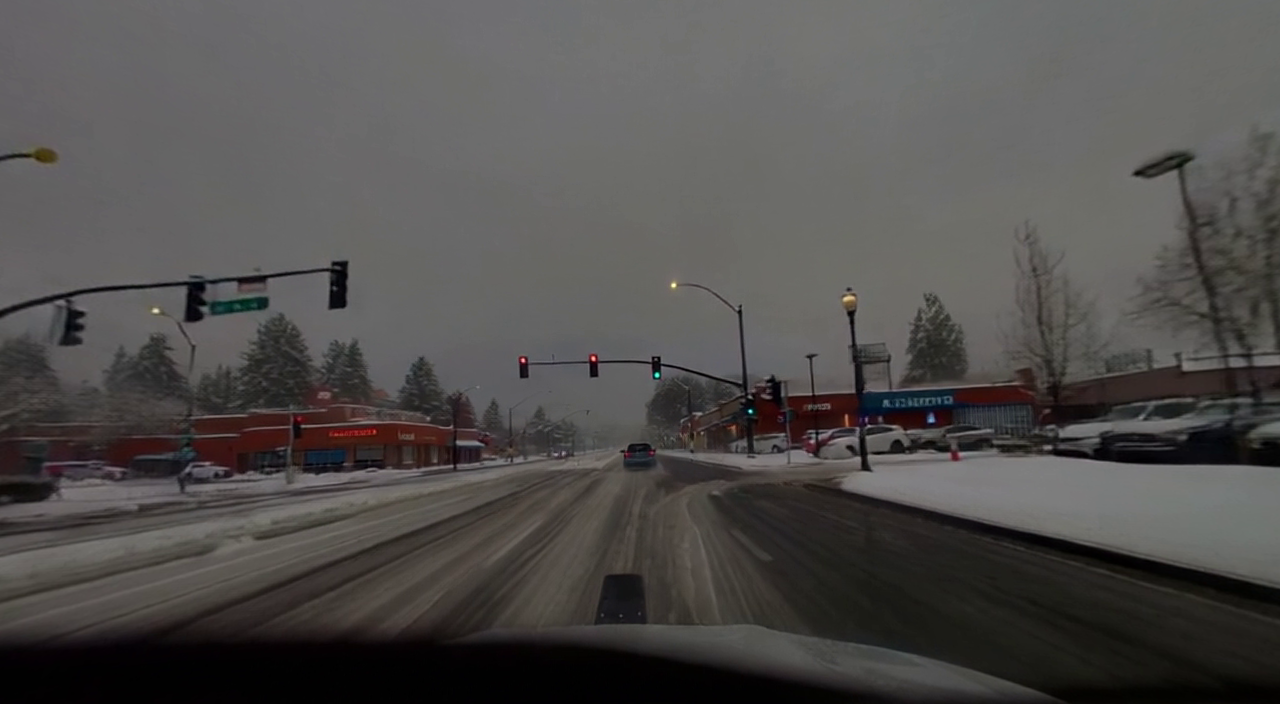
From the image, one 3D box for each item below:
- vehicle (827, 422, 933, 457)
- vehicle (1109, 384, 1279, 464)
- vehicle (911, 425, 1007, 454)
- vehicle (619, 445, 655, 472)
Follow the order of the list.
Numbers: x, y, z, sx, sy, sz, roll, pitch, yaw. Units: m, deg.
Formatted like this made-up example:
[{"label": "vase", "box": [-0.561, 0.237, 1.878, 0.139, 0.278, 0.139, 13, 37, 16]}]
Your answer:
[{"label": "vehicle", "box": [13.020, 4.801, 34.459, 4.852, 1.805, 2.155, 0, -9, -2]}, {"label": "vehicle", "box": [12.925, 1.537, 13.325, 4.323, 1.534, 2.133, 0, -9, -1]}, {"label": "vehicle", "box": [18.705, 5.146, 37.129, 4.586, 1.623, 1.861, 0, -9, -1]}, {"label": "vehicle", "box": [-0.167, 6.207, 36.918, 1.977, 1.451, 4.032, 0, -9, -1]}]
